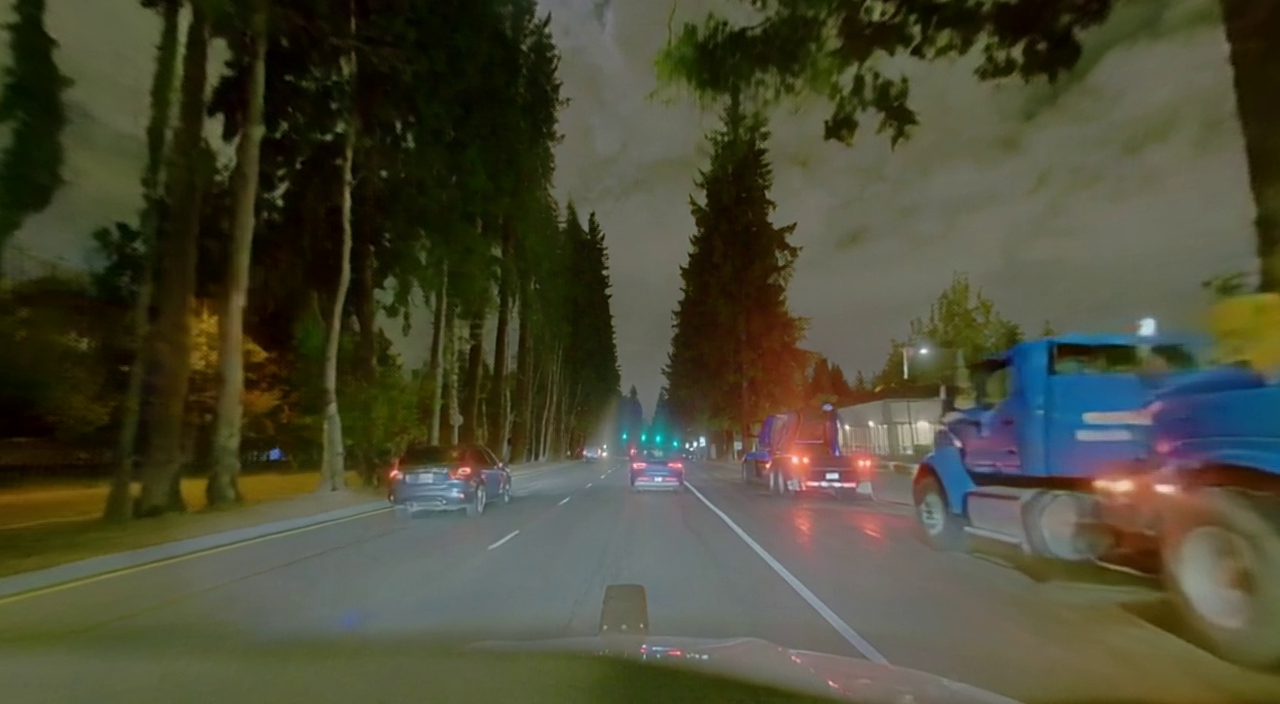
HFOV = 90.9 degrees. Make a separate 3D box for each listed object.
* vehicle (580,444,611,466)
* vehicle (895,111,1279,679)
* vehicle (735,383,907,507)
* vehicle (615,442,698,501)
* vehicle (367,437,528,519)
[{"bbox_3d":[-3.430,8.072,49.364,2.062,1.641,4.193,0,-9,2],"label":"vehicle"},{"bbox_3d":[5.548,0.365,4.630,2.867,3.600,11.047,0,-9,1],"label":"vehicle"},{"bbox_3d":[5.489,3.133,21.258,3.089,3.258,8.841,0,-9,0],"label":"vehicle"},{"bbox_3d":[0.438,3.338,18.025,2.086,1.466,4.026,0,-9,1],"label":"vehicle"},{"bbox_3d":[-4.037,2.731,14.219,2.003,1.507,4.808,0,-9,1],"label":"vehicle"}]
